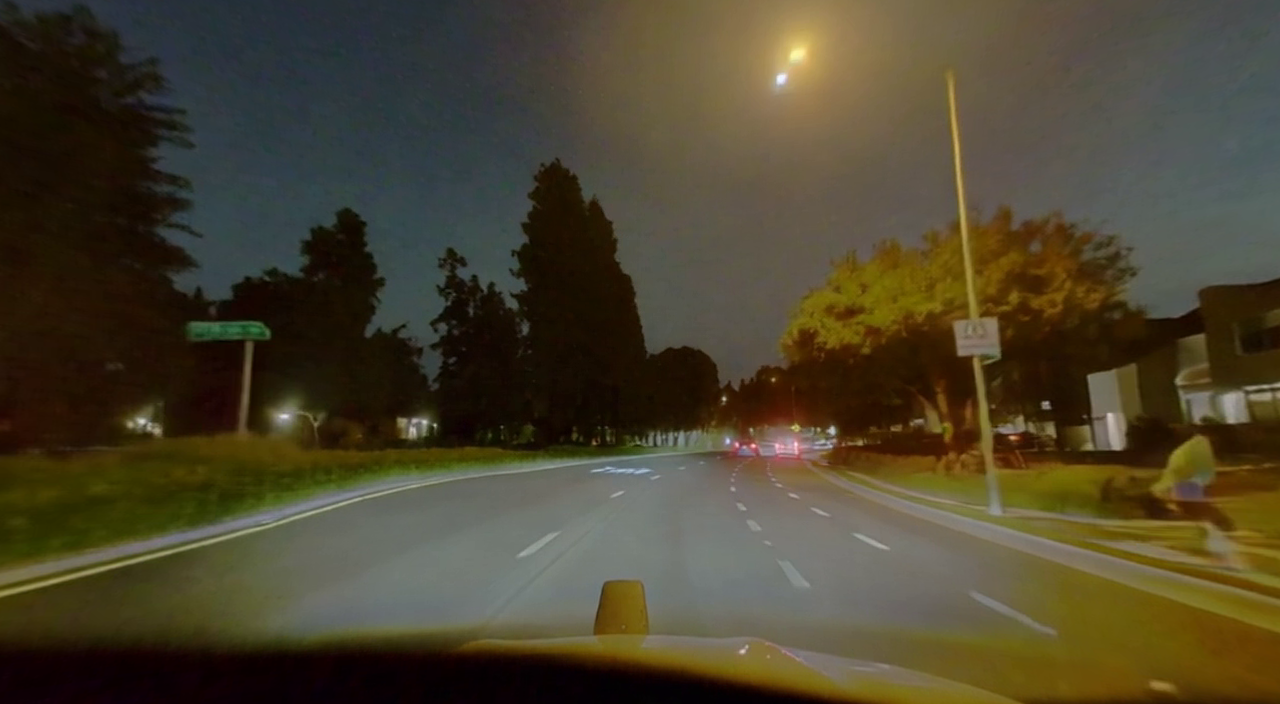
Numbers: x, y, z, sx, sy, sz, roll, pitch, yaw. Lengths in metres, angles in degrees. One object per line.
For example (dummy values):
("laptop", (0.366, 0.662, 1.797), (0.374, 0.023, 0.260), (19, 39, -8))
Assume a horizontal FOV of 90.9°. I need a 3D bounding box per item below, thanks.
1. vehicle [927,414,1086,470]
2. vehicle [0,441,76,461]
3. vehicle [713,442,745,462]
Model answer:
("vehicle", (13.983, 3.484, 24.389), (4.672, 2.044, 2.248), (-1, -9, 9))
("vehicle", (-47.233, 7.672, 49.019), (4.753, 1.513, 2.102), (-1, -8, 4))
("vehicle", (6.818, 7.579, 47.987), (2.050, 1.456, 4.003), (-2, -9, 12))
